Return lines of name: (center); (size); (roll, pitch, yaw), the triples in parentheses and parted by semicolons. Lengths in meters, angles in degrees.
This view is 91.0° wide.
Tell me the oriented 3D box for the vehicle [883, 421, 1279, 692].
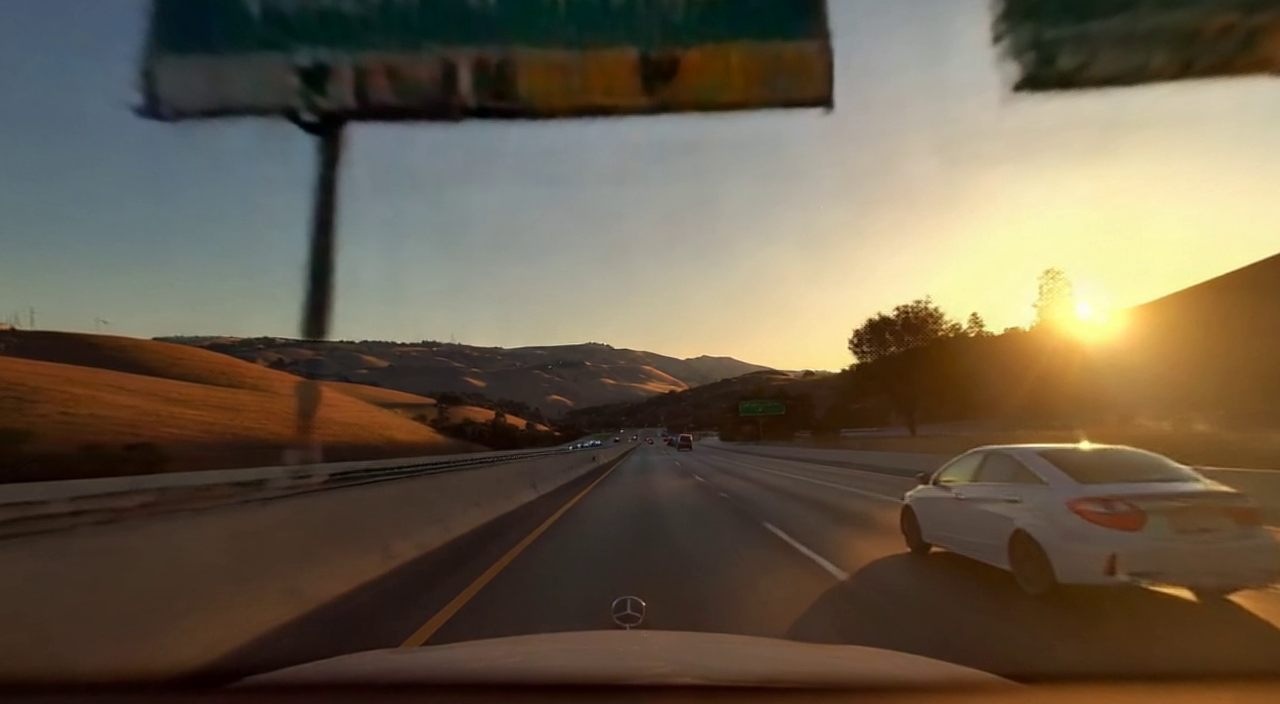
vehicle: (3.672, 1.348, 5.286); (1.683, 1.400, 3.868); (0, -8, 0)
